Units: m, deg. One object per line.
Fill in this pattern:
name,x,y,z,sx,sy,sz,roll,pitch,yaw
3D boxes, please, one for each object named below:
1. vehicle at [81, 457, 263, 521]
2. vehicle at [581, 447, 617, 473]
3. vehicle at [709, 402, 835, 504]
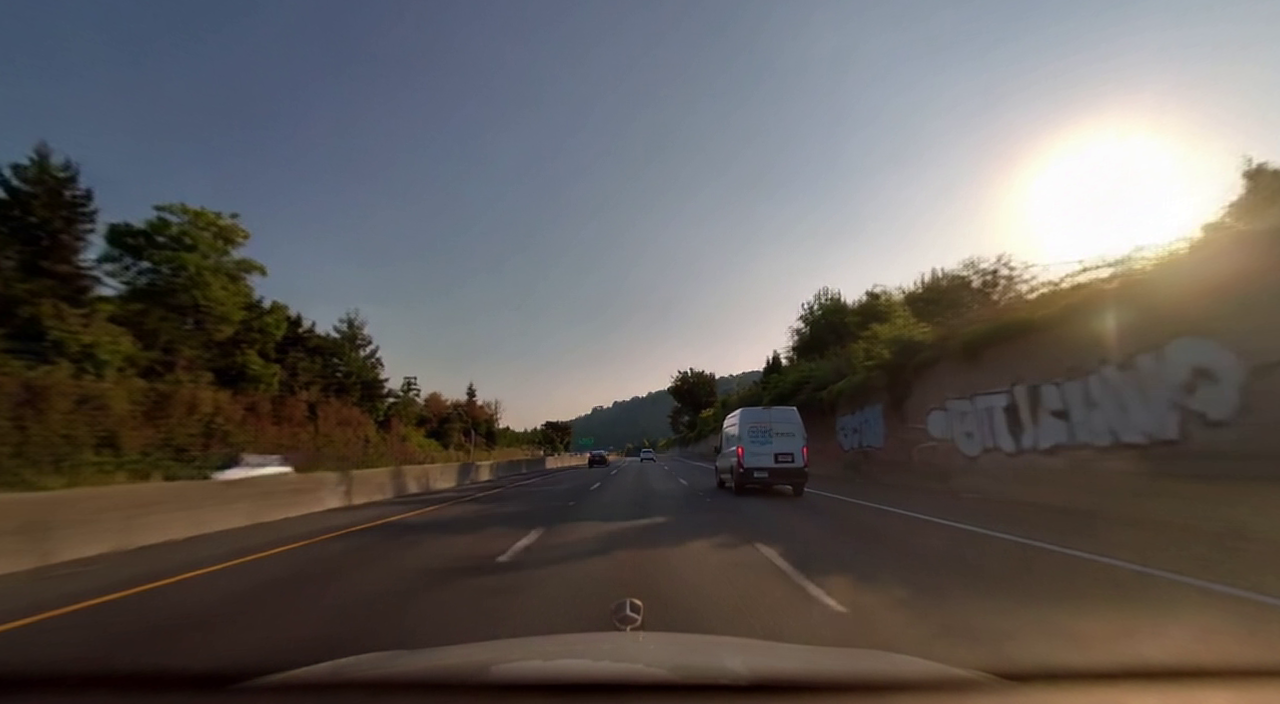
vehicle,-11.869,3.459,16.346,1.831,1.411,3.665,0,-9,0
vehicle,-2.661,7.117,41.831,1.964,1.618,4.489,0,-9,2
vehicle,3.685,3.024,19.004,2.469,2.591,5.653,0,-9,-1
